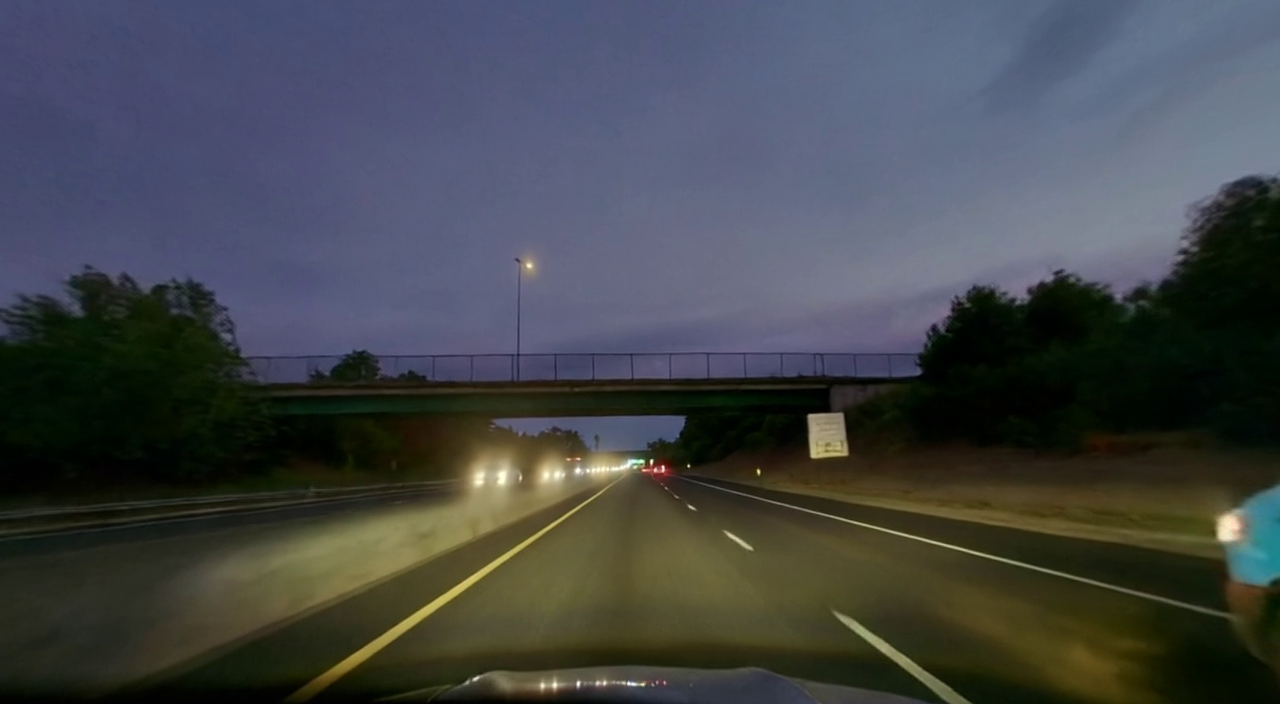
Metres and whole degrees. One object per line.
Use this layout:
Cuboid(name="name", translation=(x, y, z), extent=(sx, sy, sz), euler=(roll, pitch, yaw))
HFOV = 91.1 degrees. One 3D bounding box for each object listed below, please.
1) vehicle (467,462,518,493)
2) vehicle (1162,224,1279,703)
Cuboid(name="vehicle", translation=(-8.676, 7.433, 37.341), extent=(2.013, 1.672, 4.241), euler=(1, -11, 0))
Cuboid(name="vehicle", translation=(4.546, 0.141, 0.444), extent=(2.372, 2.581, 6.763), euler=(1, -11, -1))
